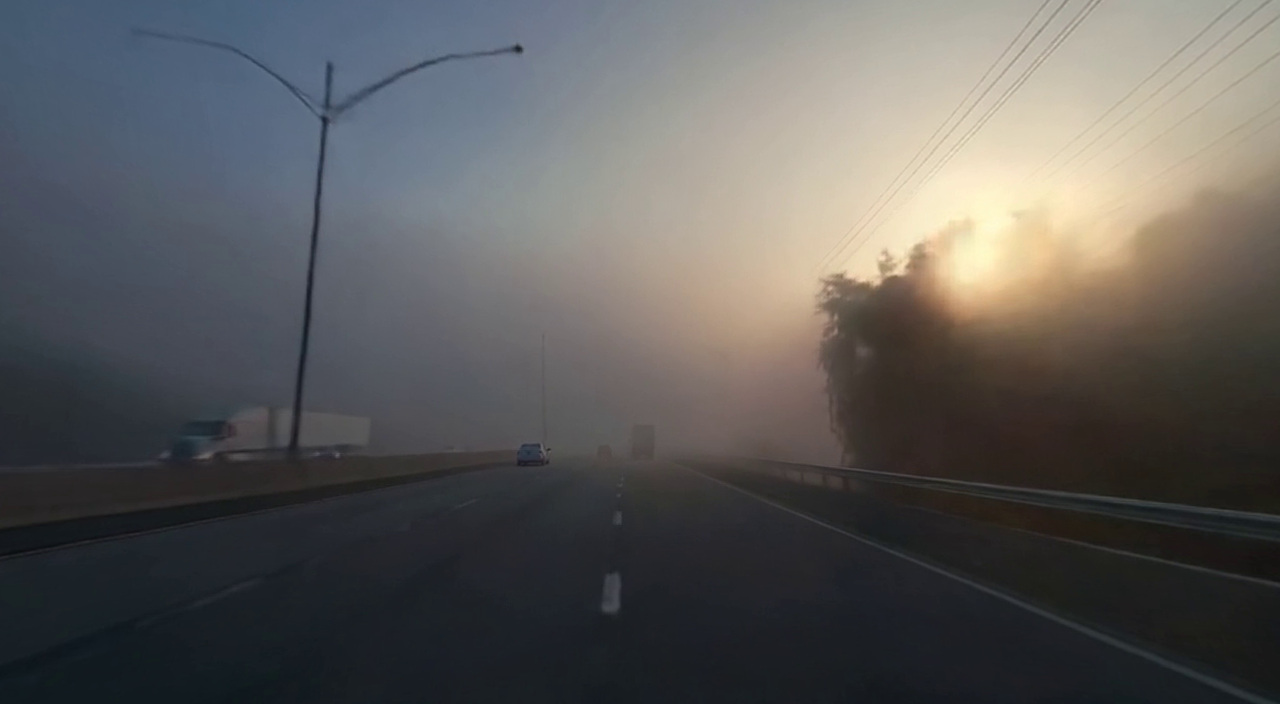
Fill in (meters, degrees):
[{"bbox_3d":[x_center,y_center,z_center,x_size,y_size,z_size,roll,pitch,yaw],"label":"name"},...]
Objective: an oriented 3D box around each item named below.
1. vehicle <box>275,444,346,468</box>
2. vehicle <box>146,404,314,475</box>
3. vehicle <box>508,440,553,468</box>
[{"bbox_3d":[-21.722,6.849,41.836,2.134,1.490,4.854,0,-8,-1],"label":"vehicle"},{"bbox_3d":[-25.997,5.740,41.231,3.172,3.908,11.933,1,-8,-2],"label":"vehicle"},{"bbox_3d":[-6.813,6.379,39.574,2.064,1.642,4.389,0,-8,0],"label":"vehicle"}]
